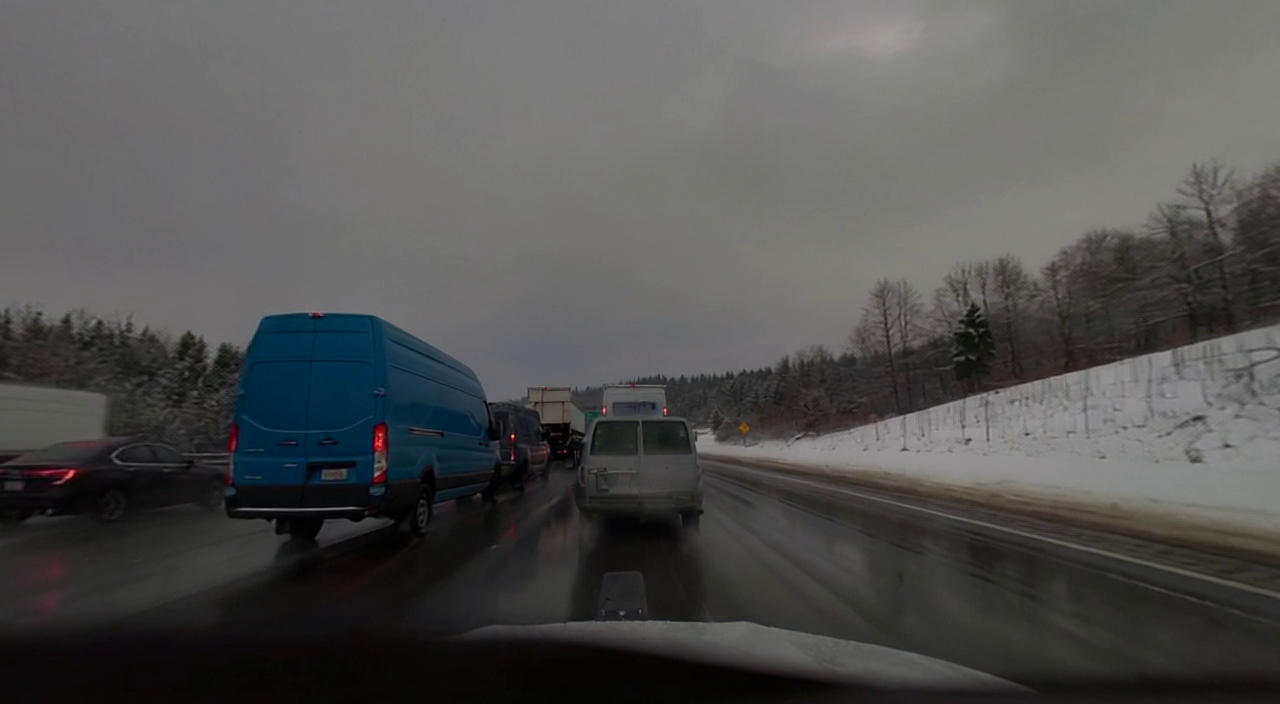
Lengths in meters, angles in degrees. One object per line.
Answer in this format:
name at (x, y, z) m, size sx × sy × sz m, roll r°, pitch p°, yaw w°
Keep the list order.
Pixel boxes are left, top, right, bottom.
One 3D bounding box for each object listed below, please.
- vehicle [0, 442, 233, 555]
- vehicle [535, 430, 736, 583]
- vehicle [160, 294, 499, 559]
vehicle at (-8.880, 2.246, 10.328) m, size 1.797 × 1.466 × 3.924 m, roll 0°, pitch -9°, yaw 0°
vehicle at (-0.077, 1.809, 8.061) m, size 1.995 × 1.495 × 3.380 m, roll 0°, pitch -9°, yaw -1°
vehicle at (-4.077, 1.277, 10.215) m, size 2.254 × 2.879 × 6.656 m, roll 0°, pitch -9°, yaw -2°
